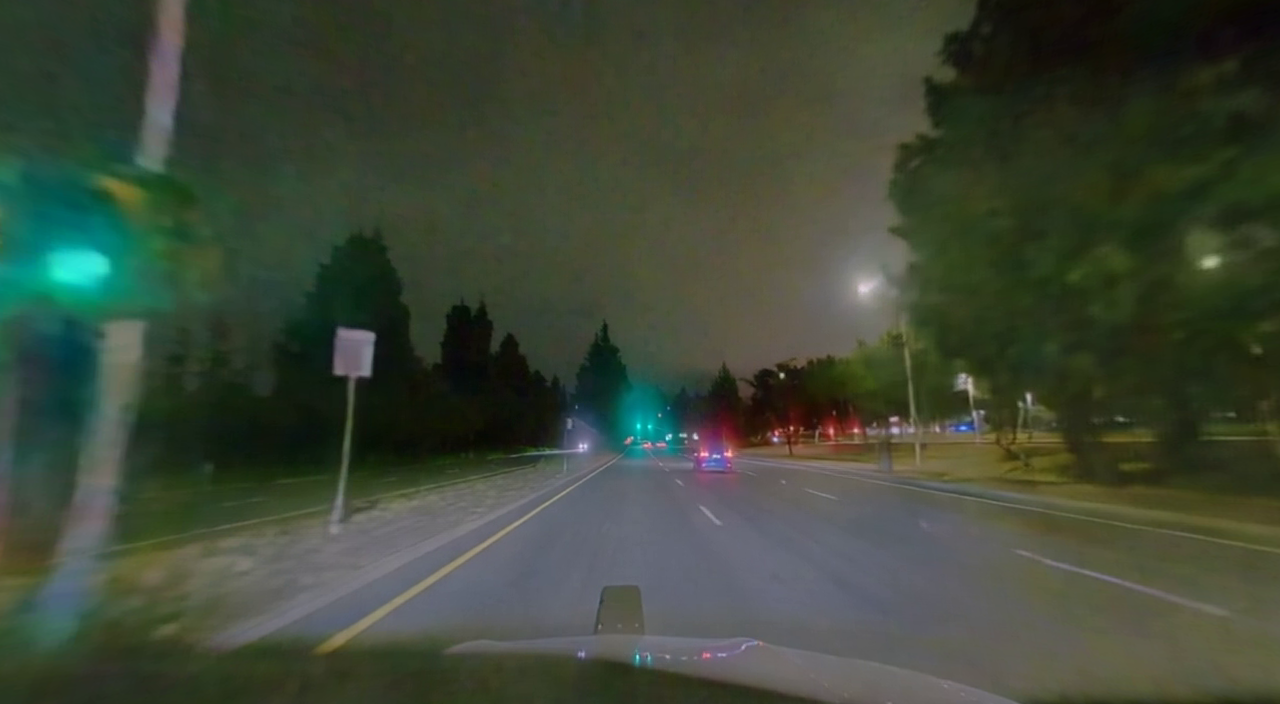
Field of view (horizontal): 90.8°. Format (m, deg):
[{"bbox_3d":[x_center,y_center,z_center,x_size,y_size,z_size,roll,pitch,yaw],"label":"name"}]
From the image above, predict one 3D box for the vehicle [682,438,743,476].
[{"bbox_3d":[3.053,4.516,27.364,2.056,1.483,4.091,0,-8,-1],"label":"vehicle"}]
